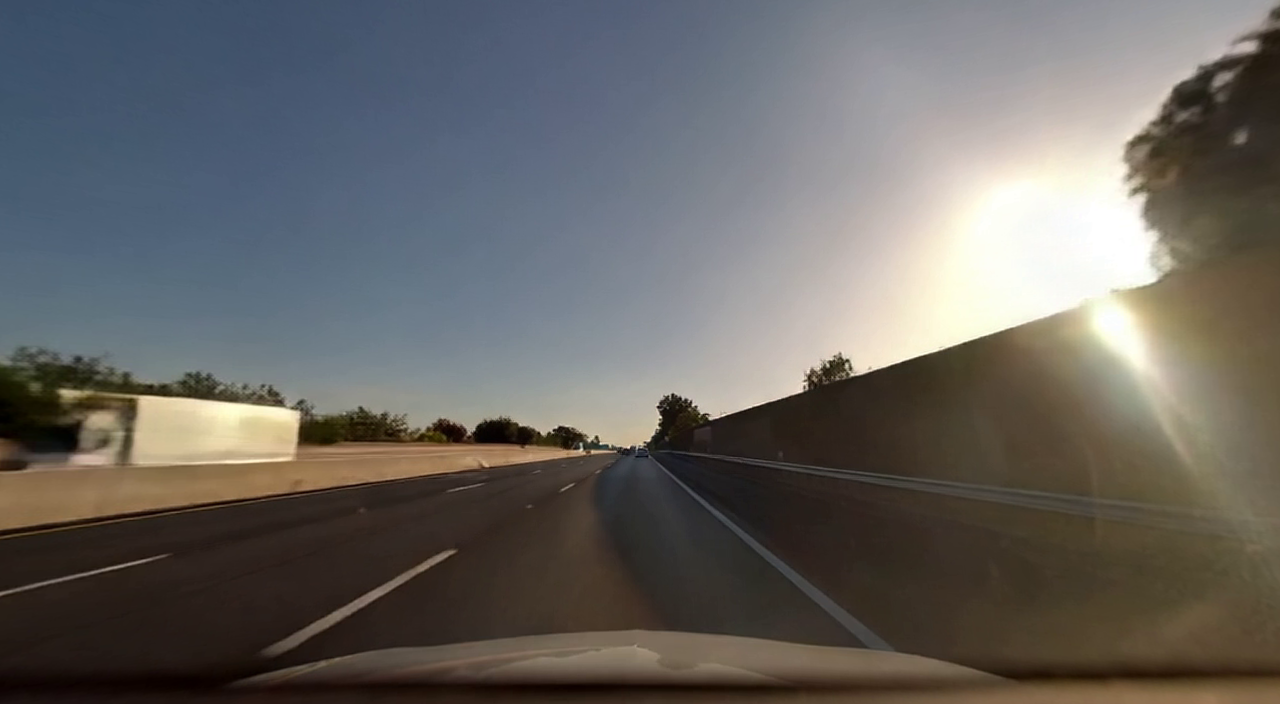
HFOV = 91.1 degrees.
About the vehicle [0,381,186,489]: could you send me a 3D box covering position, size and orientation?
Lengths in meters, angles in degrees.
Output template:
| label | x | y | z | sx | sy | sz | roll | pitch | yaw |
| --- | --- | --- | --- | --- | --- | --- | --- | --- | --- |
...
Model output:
| label | x | y | z | sx | sy | sz | roll | pitch | yaw |
| --- | --- | --- | --- | --- | --- | --- | --- | --- | --- |
| vehicle | -23.135 | 3.563 | 26.636 | 3.057 | 4.001 | 6.024 | -1 | -9 | 0 |
